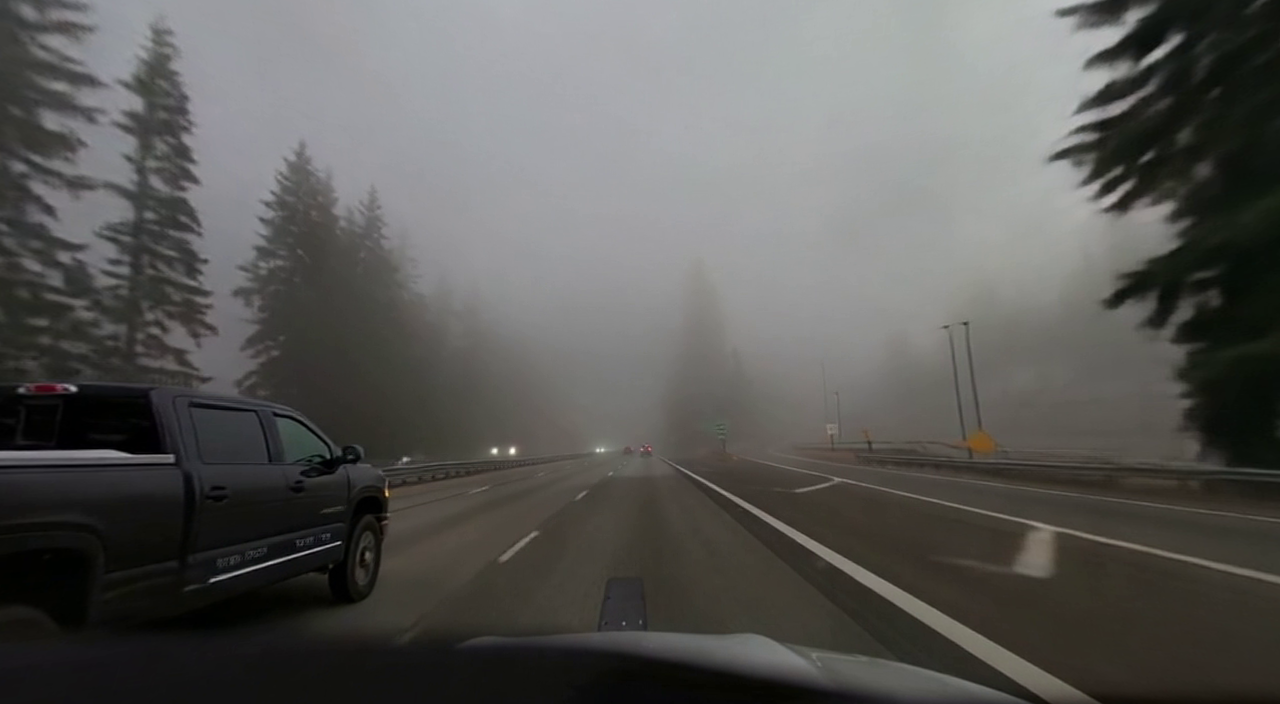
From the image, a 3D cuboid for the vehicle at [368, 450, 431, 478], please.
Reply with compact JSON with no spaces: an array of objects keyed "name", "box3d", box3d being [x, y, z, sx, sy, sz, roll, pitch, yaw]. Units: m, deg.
[{"name":"vehicle","box3d":[-14.549,6.802,38.458,1.907,1.499,4.804,0,-8,1]}]
